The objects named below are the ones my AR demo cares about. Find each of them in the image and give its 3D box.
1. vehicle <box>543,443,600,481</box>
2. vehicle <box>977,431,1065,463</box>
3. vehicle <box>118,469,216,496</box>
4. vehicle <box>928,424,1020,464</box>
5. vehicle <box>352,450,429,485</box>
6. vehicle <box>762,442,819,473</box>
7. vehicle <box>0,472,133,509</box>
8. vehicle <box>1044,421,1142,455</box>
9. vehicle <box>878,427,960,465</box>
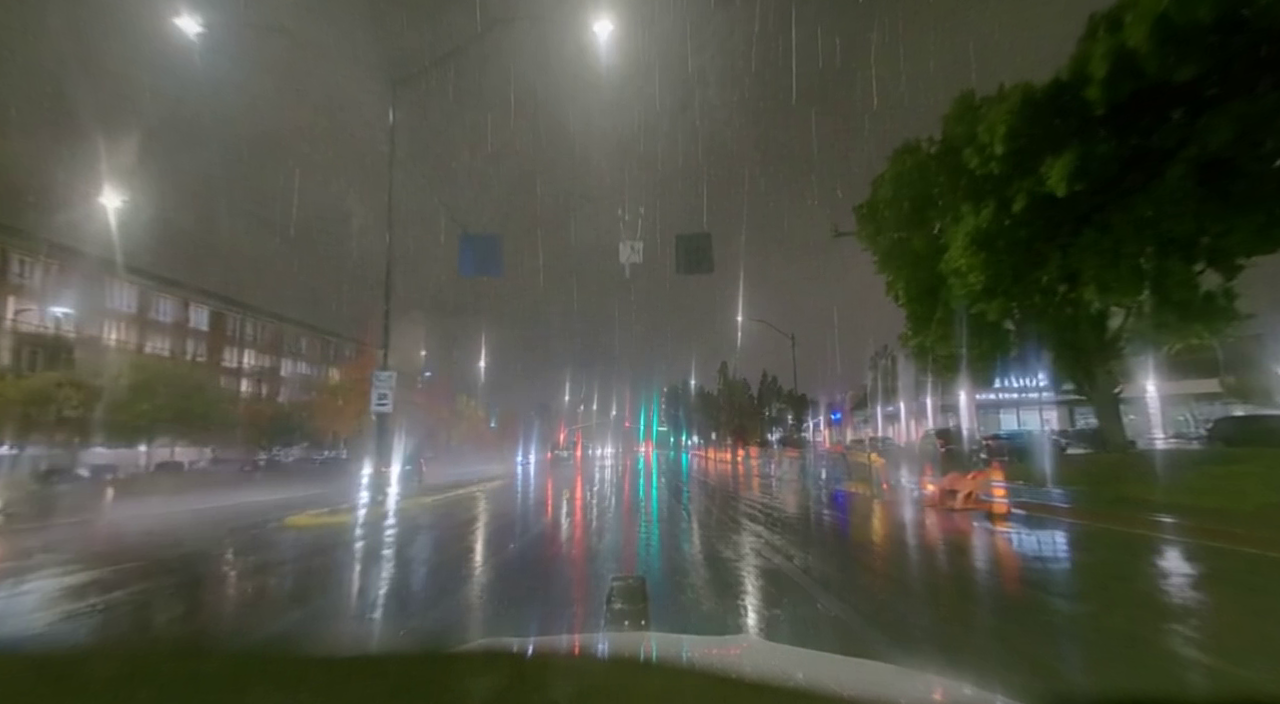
[{"bbox_3d":[-2.788,4.576,26.598,1.926,1.442,4.231,0,-8,0],"label":"vehicle"},{"bbox_3d":[18.284,4.590,30.473,1.881,1.443,3.882,-1,-8,2],"label":"vehicle"},{"bbox_3d":[-30.235,8.313,40.385,4.708,1.457,1.821,8,-12,-43],"label":"vehicle"},{"bbox_3d":[16.126,4.475,30.695,1.984,1.774,4.406,0,-8,-1],"label":"vehicle"},{"bbox_3d":[-11.986,5.548,30.613,1.917,1.495,4.309,-1,-8,1],"label":"vehicle"},{"bbox_3d":[7.472,5.242,31.600,1.799,1.399,4.317,-1,-8,0],"label":"vehicle"},{"bbox_3d":[-30.134,7.271,33.357,5.077,1.411,1.808,3,-11,-39],"label":"vehicle"},{"bbox_3d":[25.845,4.969,36.208,2.043,1.803,4.774,-1,-8,0],"label":"vehicle"},{"bbox_3d":[13.588,4.633,31.026,1.916,1.683,4.516,0,-8,-1],"label":"vehicle"}]
